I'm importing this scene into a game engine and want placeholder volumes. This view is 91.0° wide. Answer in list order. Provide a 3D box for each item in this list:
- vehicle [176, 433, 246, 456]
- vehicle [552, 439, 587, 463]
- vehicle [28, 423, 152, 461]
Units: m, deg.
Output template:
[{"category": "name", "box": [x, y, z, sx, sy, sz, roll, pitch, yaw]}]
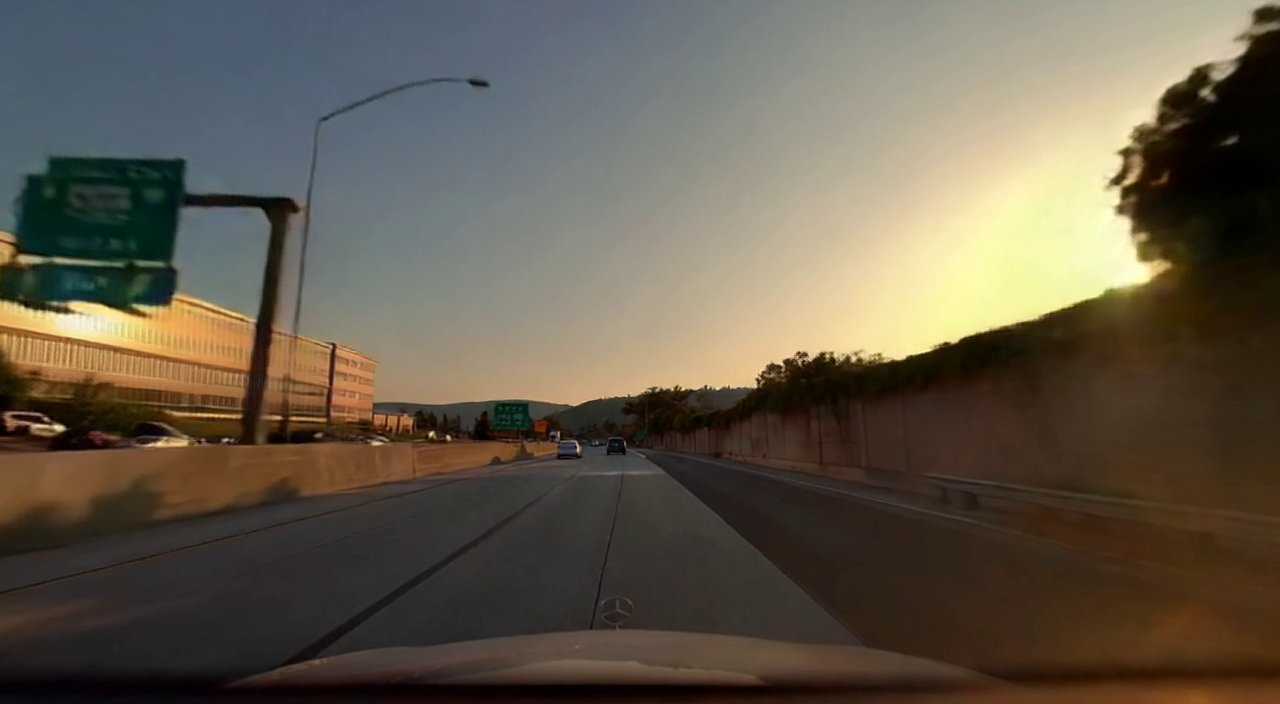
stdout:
[{"category": "vehicle", "box": [-30.699, 6.604, 45.083, 3.552, 1.415, 1.847, 3, -7, -6]}, {"category": "vehicle", "box": [-4.741, 6.705, 42.828, 2.045, 1.547, 4.162, 0, -8, -2]}, {"category": "vehicle", "box": [-30.174, 4.946, 34.669, 4.674, 1.939, 2.061, 0, -8, -7]}]
